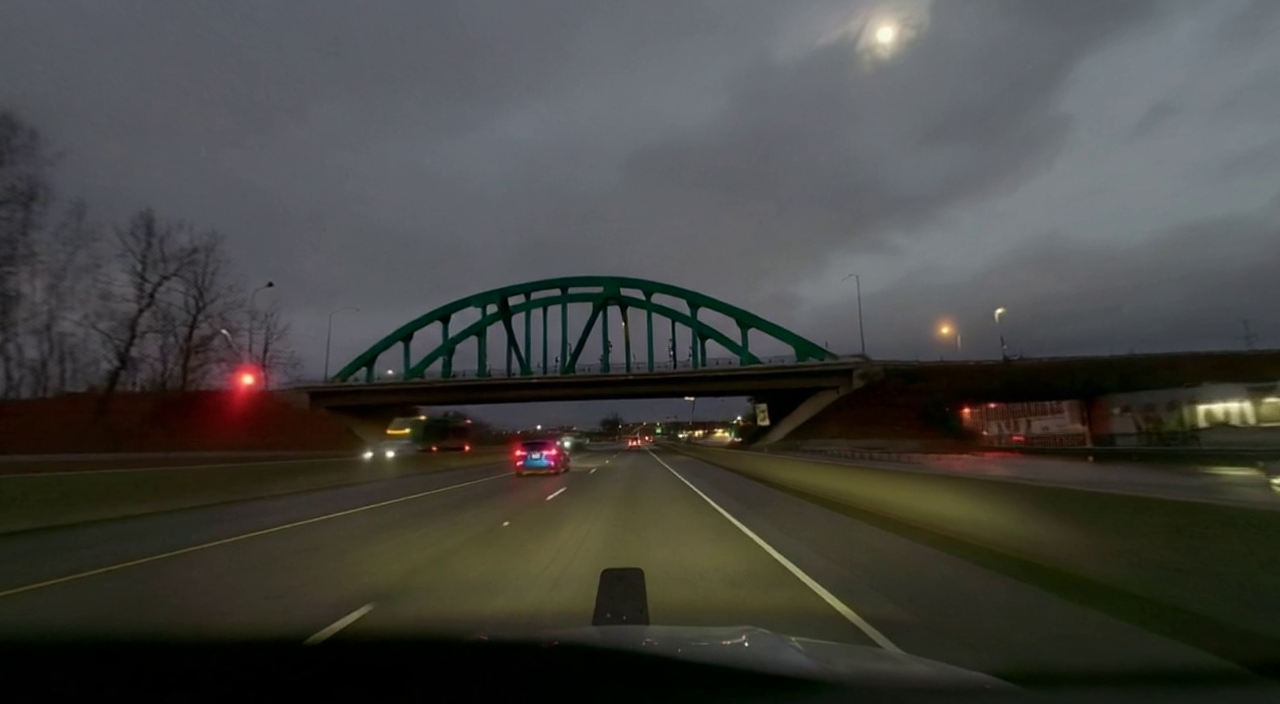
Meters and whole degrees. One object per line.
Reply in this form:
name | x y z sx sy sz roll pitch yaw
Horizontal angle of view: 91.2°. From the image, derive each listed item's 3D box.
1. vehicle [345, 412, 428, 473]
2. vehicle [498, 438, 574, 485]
vehicle | -18.264 6.555 45.770 3.043 4.057 6.636 0 -8 1
vehicle | -3.778 4.054 23.516 2.052 1.556 4.405 0 -8 0
